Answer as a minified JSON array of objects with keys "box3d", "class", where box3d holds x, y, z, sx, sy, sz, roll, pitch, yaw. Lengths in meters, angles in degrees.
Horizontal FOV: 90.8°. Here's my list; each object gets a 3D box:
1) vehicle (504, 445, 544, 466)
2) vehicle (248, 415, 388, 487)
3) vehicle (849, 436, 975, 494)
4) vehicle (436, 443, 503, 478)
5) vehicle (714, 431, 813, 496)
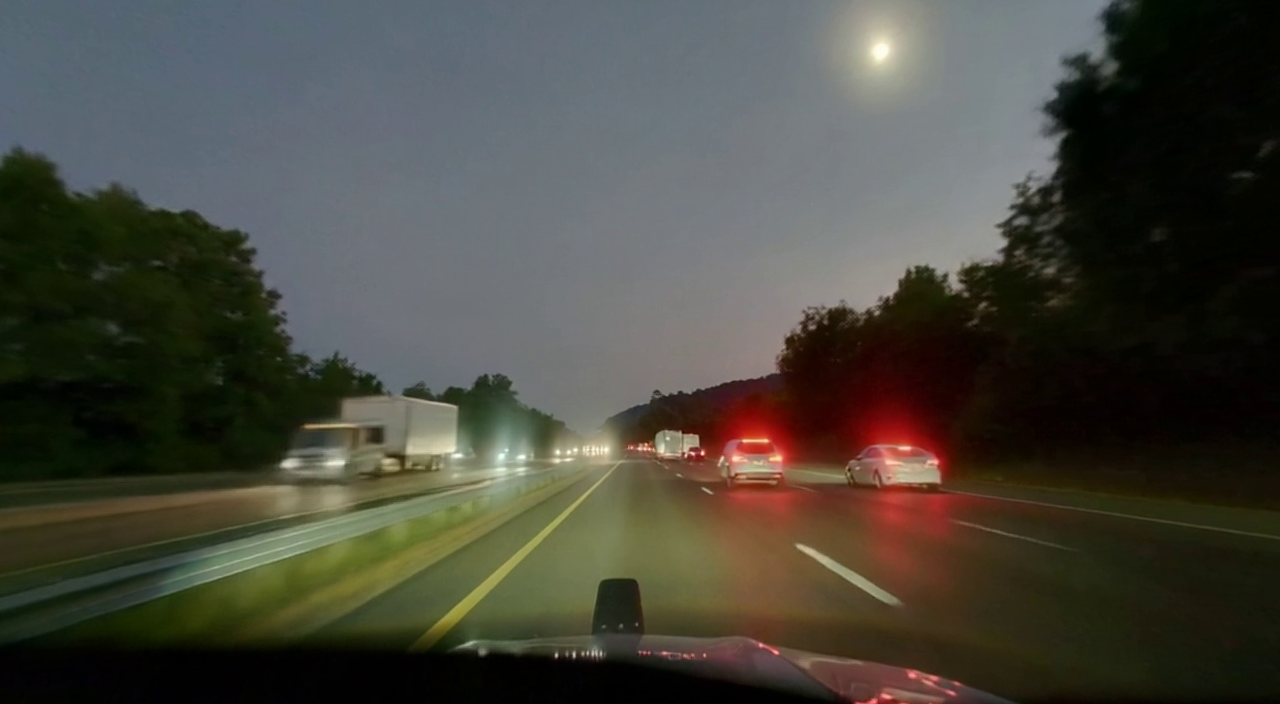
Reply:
[{"box3d":[-8.480,7.621,46.564,2.015,1.467,4.629,0,-9,0],"class":"vehicle"},{"box3d":[-12.013,3.773,24.174,2.298,2.378,5.828,0,-9,-1],"class":"vehicle"},{"box3d":[8.610,3.616,20.511,2.018,1.636,4.510,0,-9,-1],"class":"vehicle"},{"box3d":[-7.802,5.004,29.289,1.928,1.484,4.428,0,-9,0],"class":"vehicle"},{"box3d":[3.651,3.417,19.625,2.070,1.751,4.576,0,-9,-1],"class":"vehicle"}]
